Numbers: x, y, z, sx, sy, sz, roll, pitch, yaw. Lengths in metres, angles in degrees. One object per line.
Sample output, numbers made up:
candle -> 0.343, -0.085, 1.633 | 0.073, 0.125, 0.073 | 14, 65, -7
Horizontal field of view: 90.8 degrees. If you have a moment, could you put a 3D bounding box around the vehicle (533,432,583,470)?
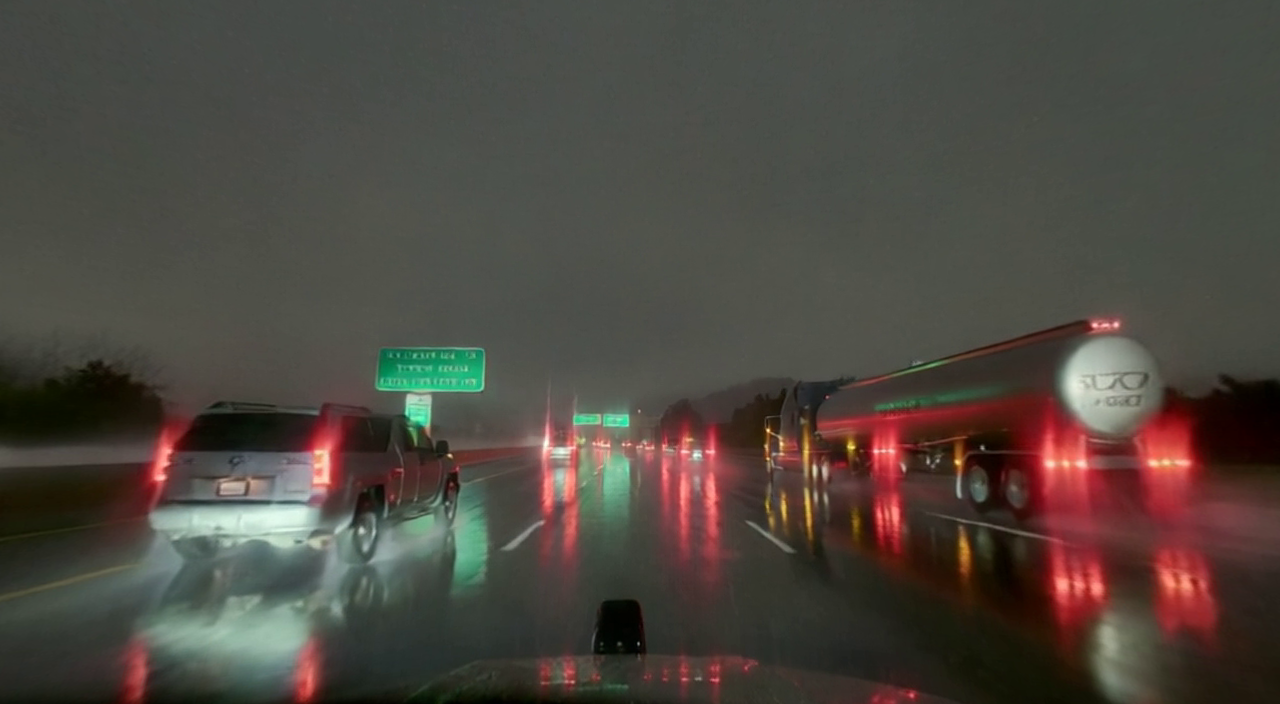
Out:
vehicle -> -4.176, 5.131, 32.853 | 2.149, 1.843, 4.348 | 0, -8, -2

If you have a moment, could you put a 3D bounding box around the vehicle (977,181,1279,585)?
vehicle -> 7.490, 0.257, 5.509 | 3.554, 3.573, 10.307 | 0, -8, 1

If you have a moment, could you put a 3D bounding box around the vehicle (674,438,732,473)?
vehicle -> 2.900, 4.895, 29.994 | 2.053, 1.510, 4.400 | 0, -8, -3

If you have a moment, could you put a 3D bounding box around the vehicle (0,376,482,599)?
vehicle -> -4.138, 1.548, 8.194 | 2.684, 1.839, 5.803 | 0, -8, 0
